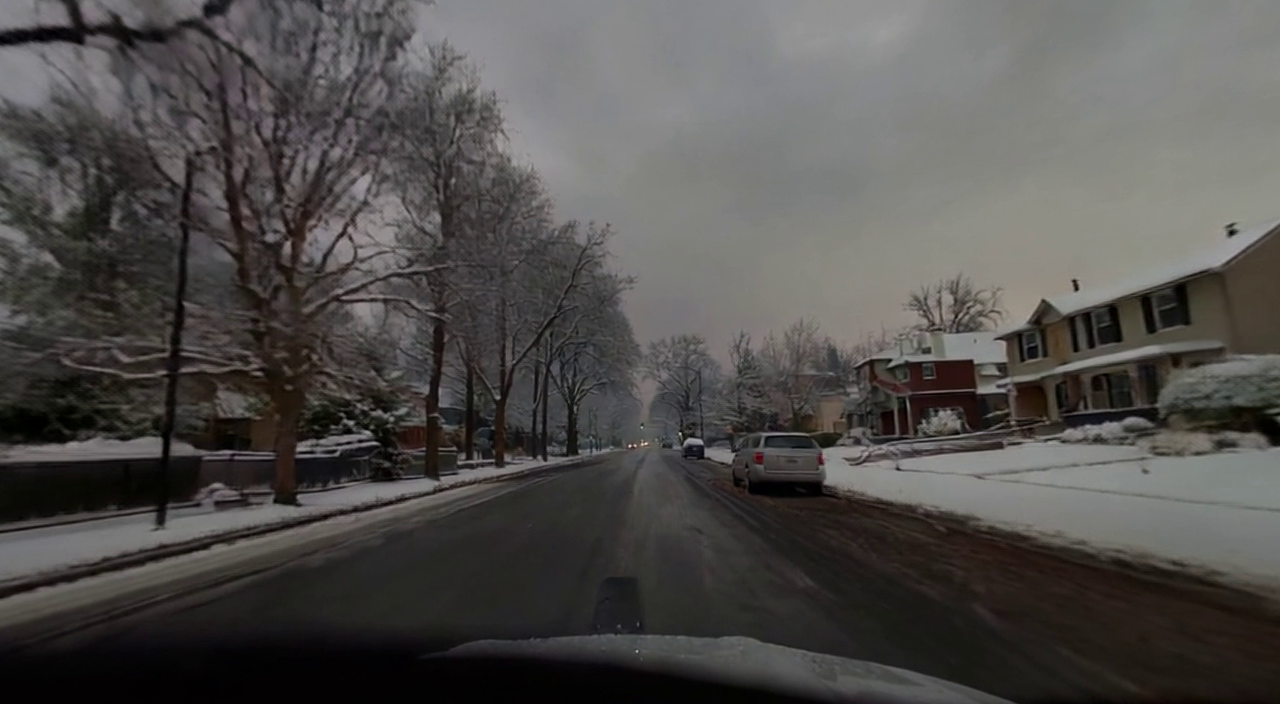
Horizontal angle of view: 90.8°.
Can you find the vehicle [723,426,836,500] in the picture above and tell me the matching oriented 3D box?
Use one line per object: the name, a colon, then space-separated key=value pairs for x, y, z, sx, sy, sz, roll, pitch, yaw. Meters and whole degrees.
vehicle: x=3.606 y=2.964 z=17.265 sx=2.055 sy=1.738 sz=4.448 roll=0 pitch=-9 yaw=0
